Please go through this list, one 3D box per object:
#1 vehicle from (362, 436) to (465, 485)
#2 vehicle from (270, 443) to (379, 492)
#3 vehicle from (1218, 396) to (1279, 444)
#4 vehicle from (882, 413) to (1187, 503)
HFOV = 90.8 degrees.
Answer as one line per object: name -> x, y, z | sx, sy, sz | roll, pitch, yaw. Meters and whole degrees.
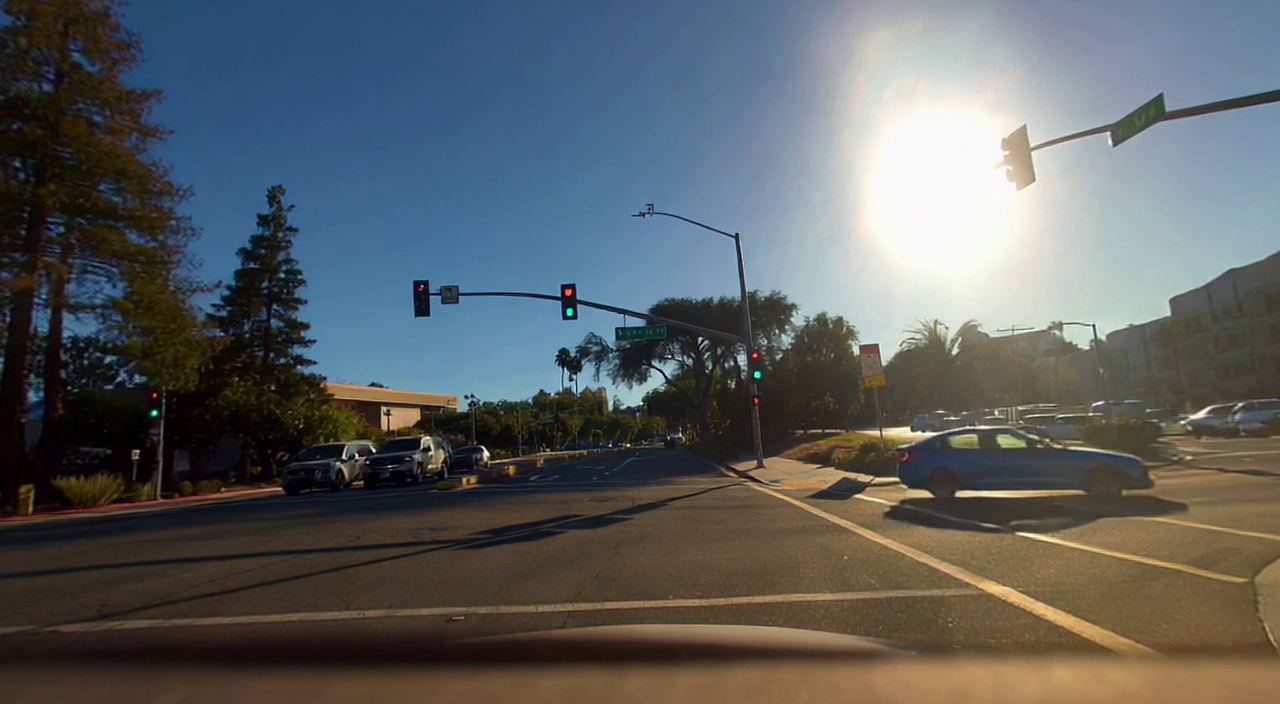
vehicle -> -10.153, 4.925, 28.986 | 2.664, 1.940, 5.702 | -2, -9, 0
vehicle -> -13.793, 5.058, 28.057 | 2.306, 1.957, 4.968 | 0, -9, -1
vehicle -> 26.551, 3.002, 27.098 | 4.861, 1.857, 2.098 | 8, -12, -44
vehicle -> 7.287, 2.028, 12.314 | 4.592, 1.470, 2.071 | -4, -10, 25
